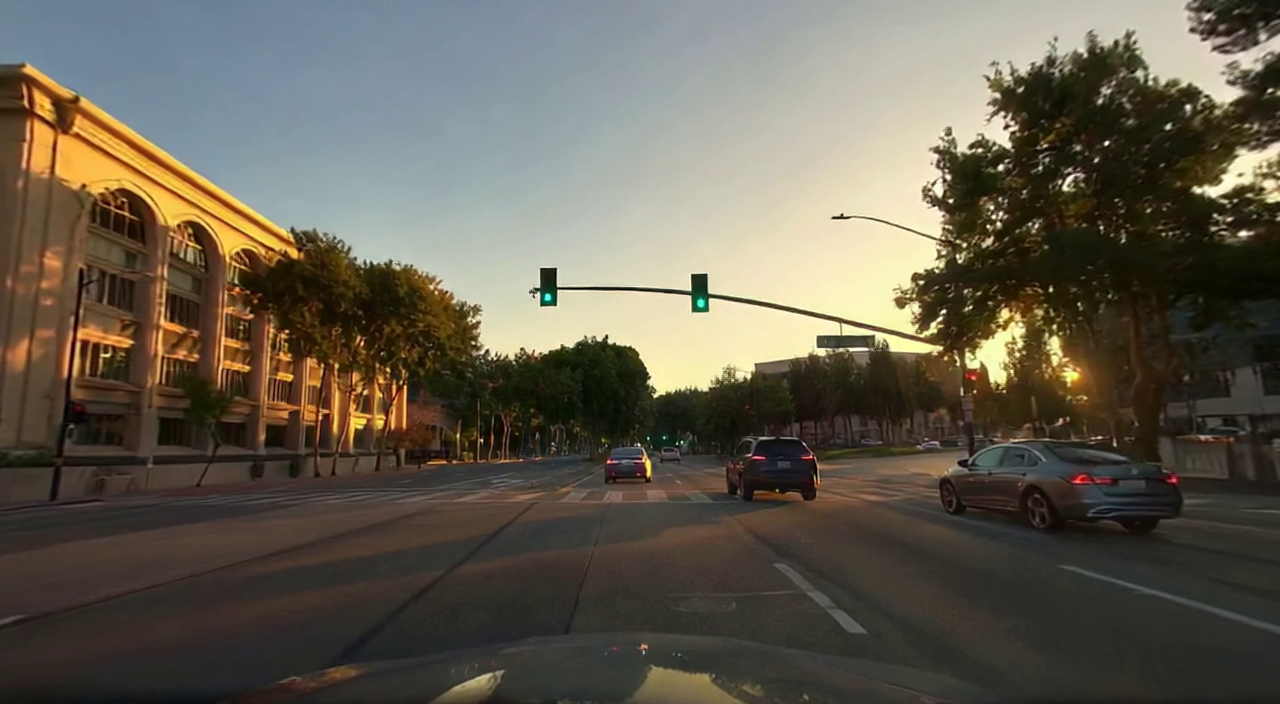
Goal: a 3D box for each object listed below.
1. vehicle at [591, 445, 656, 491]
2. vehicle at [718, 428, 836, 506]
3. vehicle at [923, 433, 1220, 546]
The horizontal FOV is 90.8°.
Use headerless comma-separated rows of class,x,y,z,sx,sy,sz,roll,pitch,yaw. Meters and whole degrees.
vehicle,-0.578,3.973,22.002,2.054,1.446,3.969,0,-9,-1
vehicle,3.435,2.975,16.762,2.036,1.757,4.300,0,-9,-2
vehicle,6.701,2.144,10.565,1.868,1.472,4.274,0,-9,-1
